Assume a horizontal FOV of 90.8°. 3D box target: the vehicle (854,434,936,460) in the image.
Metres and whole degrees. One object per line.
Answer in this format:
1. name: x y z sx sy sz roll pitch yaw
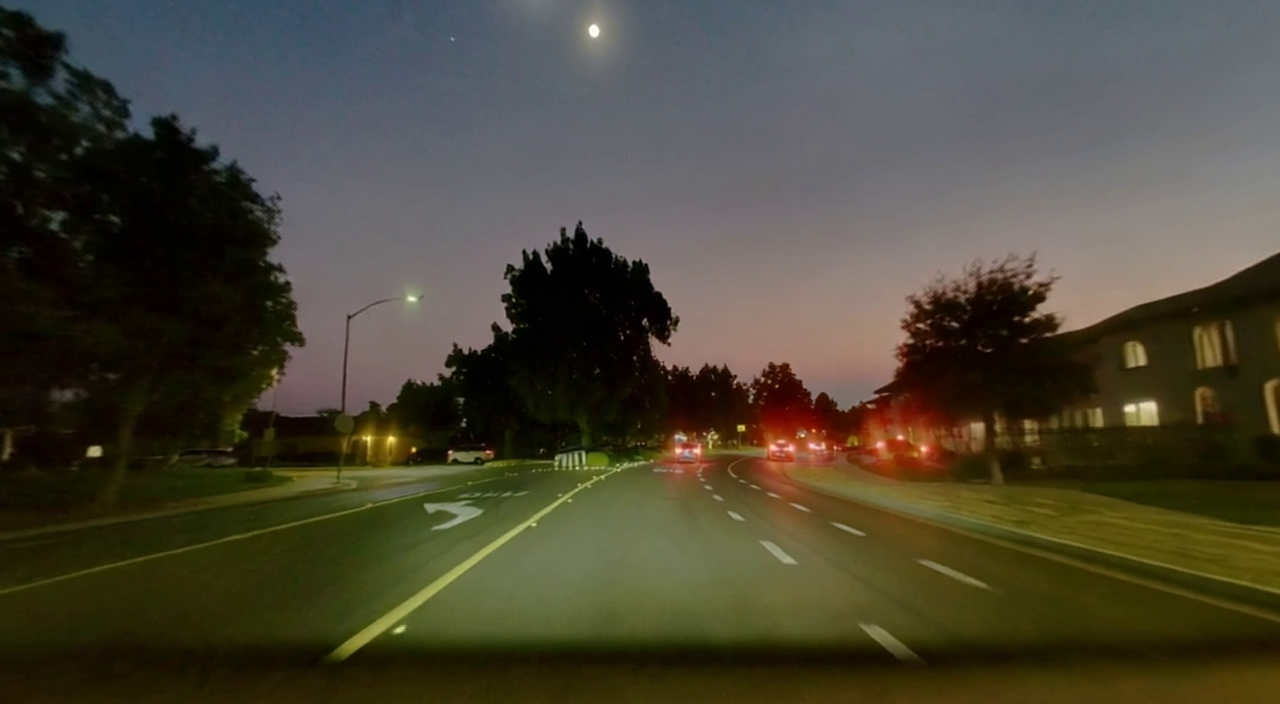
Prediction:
1. vehicle: 18.705 7.037 46.513 5.035 1.772 2.115 -1 -10 0
